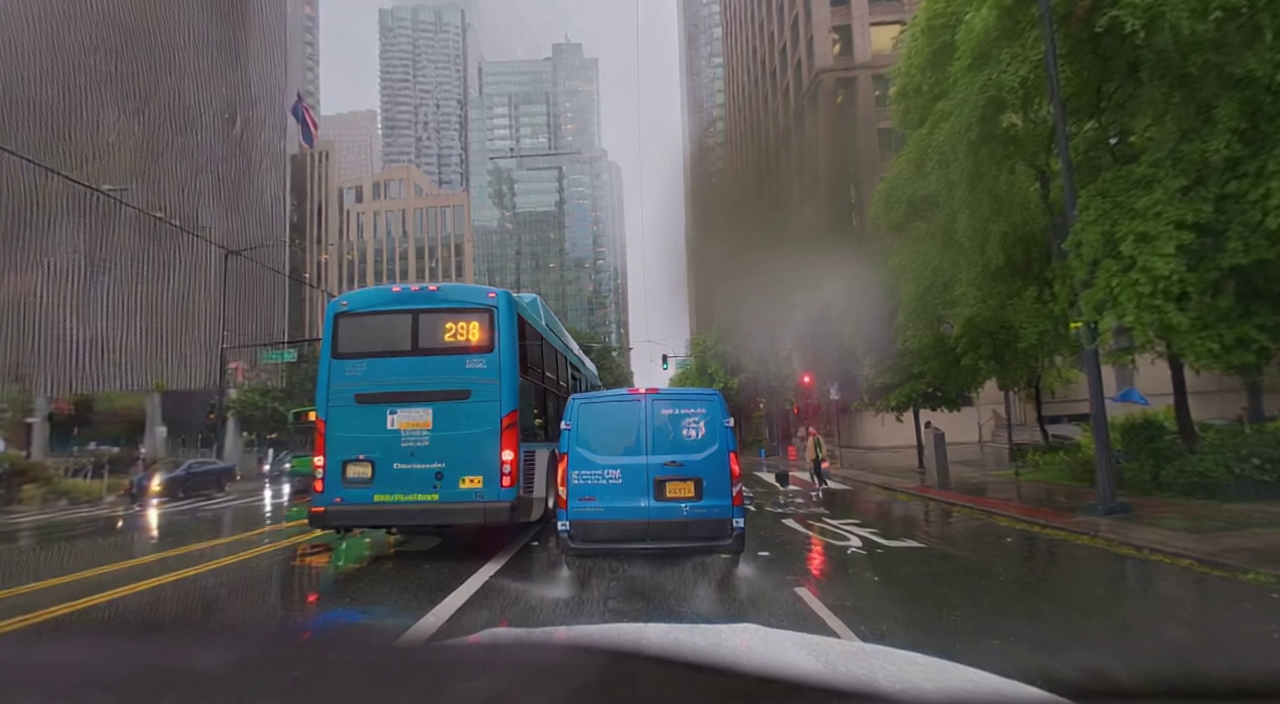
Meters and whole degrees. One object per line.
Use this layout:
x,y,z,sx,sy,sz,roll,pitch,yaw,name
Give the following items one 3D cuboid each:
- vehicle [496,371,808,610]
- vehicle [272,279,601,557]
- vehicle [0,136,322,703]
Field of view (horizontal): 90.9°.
0.123,1.437,7.294,2.500,1.912,4.270,0,-9,1,vehicle
-2.901,1.791,14.625,3.042,3.445,13.615,0,-9,0,vehicle
-2.752,0.316,0.191,2.329,2.089,5.659,0,-9,0,vehicle
